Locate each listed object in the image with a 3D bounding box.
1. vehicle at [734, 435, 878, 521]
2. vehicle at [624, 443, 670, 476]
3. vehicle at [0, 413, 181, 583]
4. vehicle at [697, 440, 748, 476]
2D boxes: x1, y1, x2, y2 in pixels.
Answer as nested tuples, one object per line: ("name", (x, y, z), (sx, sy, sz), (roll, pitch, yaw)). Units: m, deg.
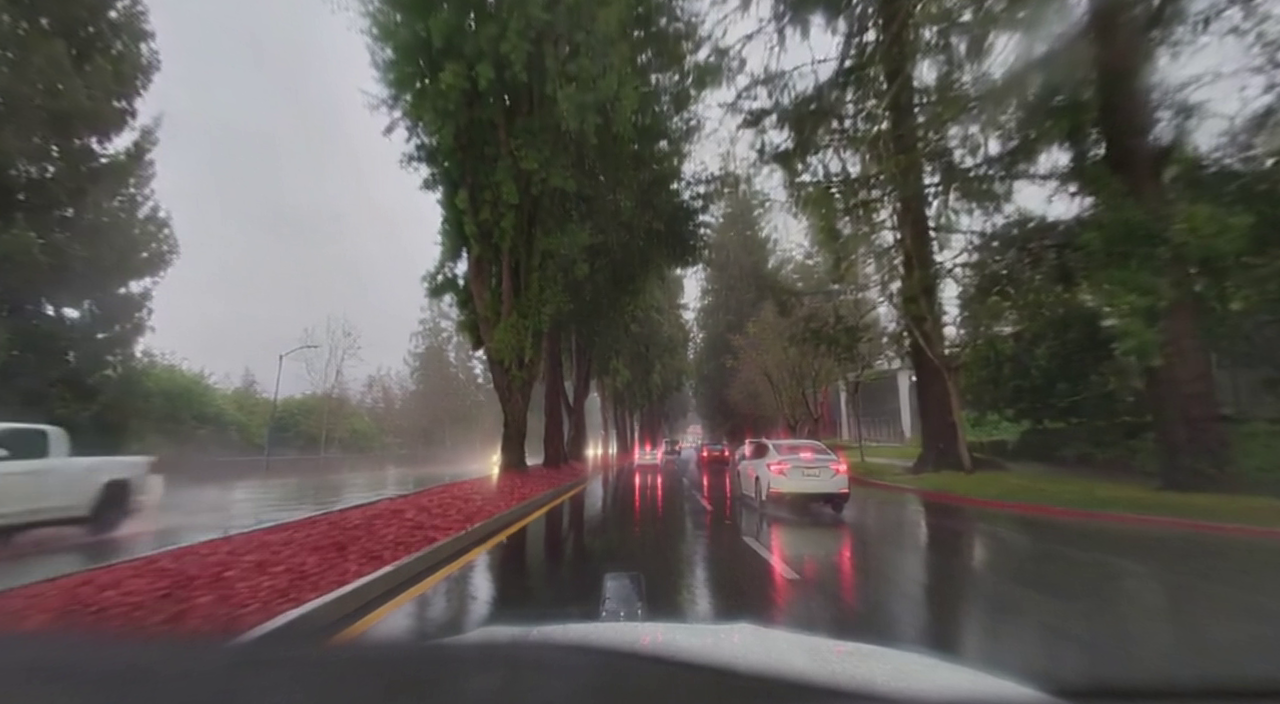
("vehicle", (3.313, 2.602, 13.560), (1.985, 1.529, 4.147), (0, -9, 0))
("vehicle", (0.374, 5.179, 30.560), (2.082, 1.473, 4.028), (0, -9, 2))
("vehicle", (-8.239, 1.714, 7.573), (2.066, 1.890, 4.695), (0, -9, -3))
("vehicle", (4.102, 5.333, 32.031), (2.074, 1.652, 4.340), (0, -9, 1))
